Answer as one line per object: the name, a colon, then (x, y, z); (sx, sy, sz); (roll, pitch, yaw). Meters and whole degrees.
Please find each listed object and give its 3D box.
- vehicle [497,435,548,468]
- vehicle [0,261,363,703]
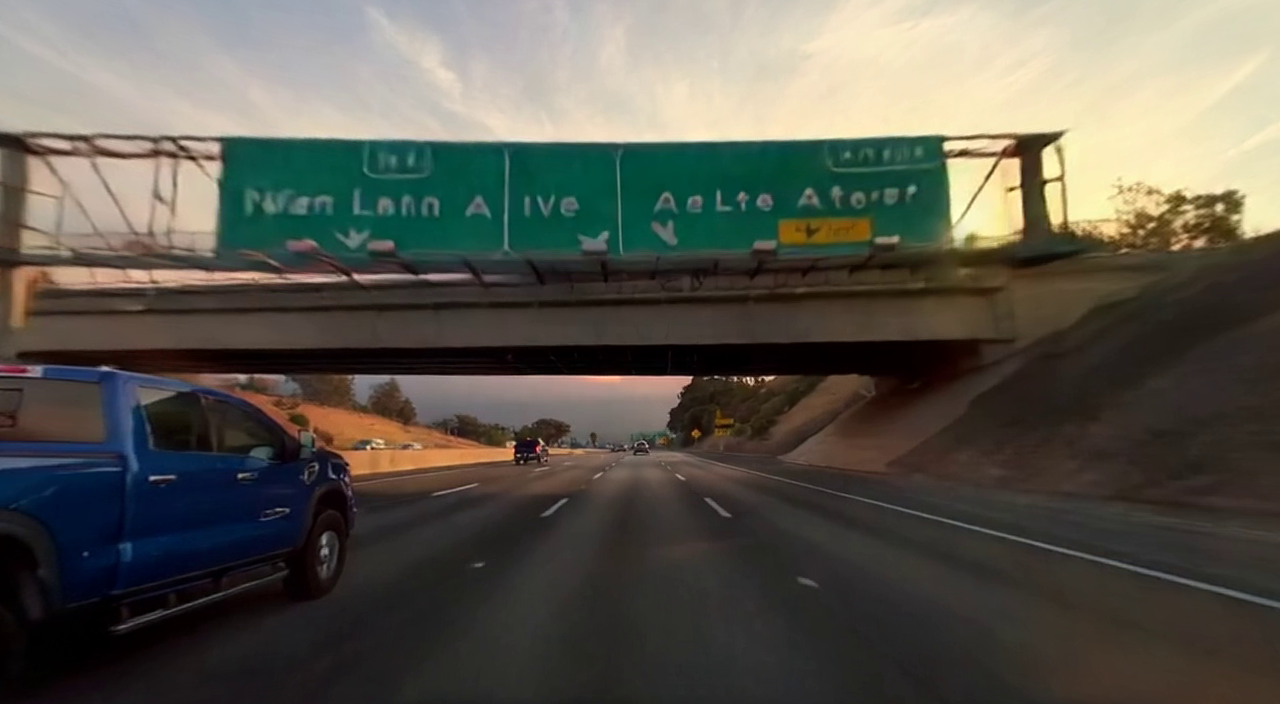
vehicle: (-7.398, 6.340, 40.224); (2.260, 1.917, 5.499); (0, -9, 0)
vehicle: (-3.753, 0.664, 2.664); (2.339, 2.004, 6.171); (0, -9, 0)
